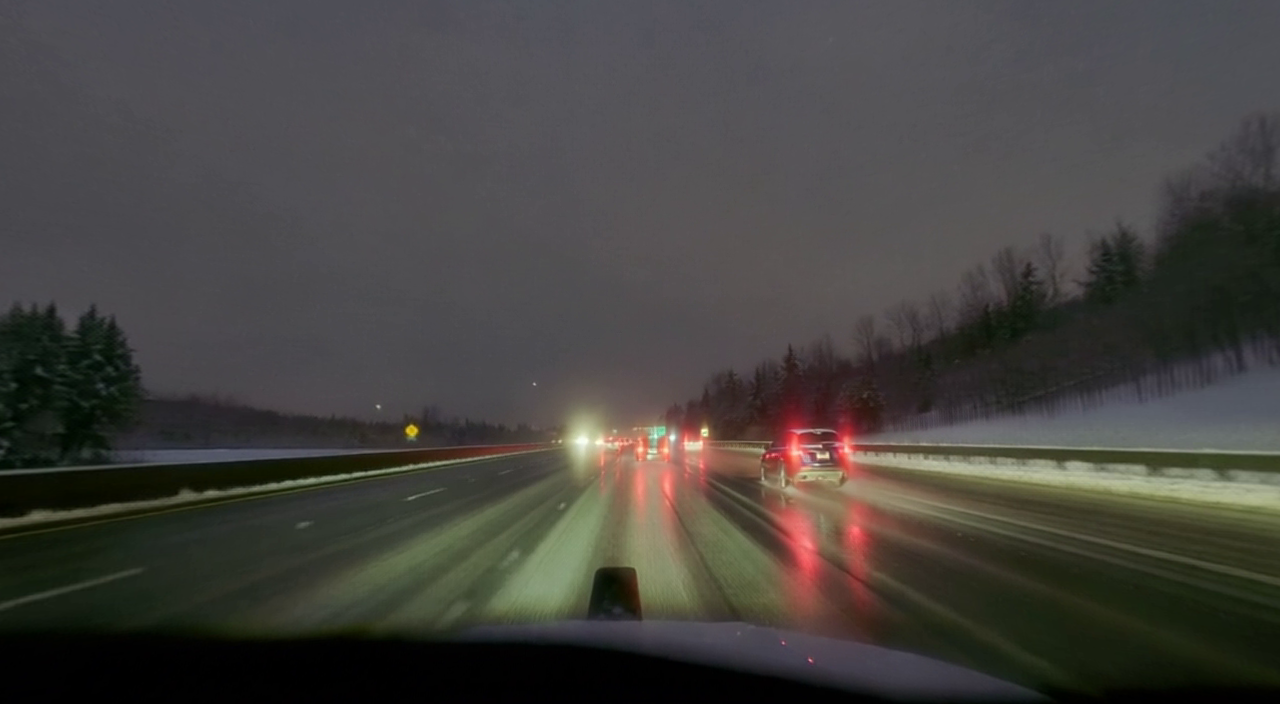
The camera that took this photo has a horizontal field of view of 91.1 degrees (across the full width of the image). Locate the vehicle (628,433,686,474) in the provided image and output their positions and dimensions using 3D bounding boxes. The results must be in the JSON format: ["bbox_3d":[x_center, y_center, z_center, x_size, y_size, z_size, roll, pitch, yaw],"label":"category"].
[{"bbox_3d":[0.585,3.932,24.615,2.046,1.467,3.844,0,-8,-2],"label":"vehicle"}]
